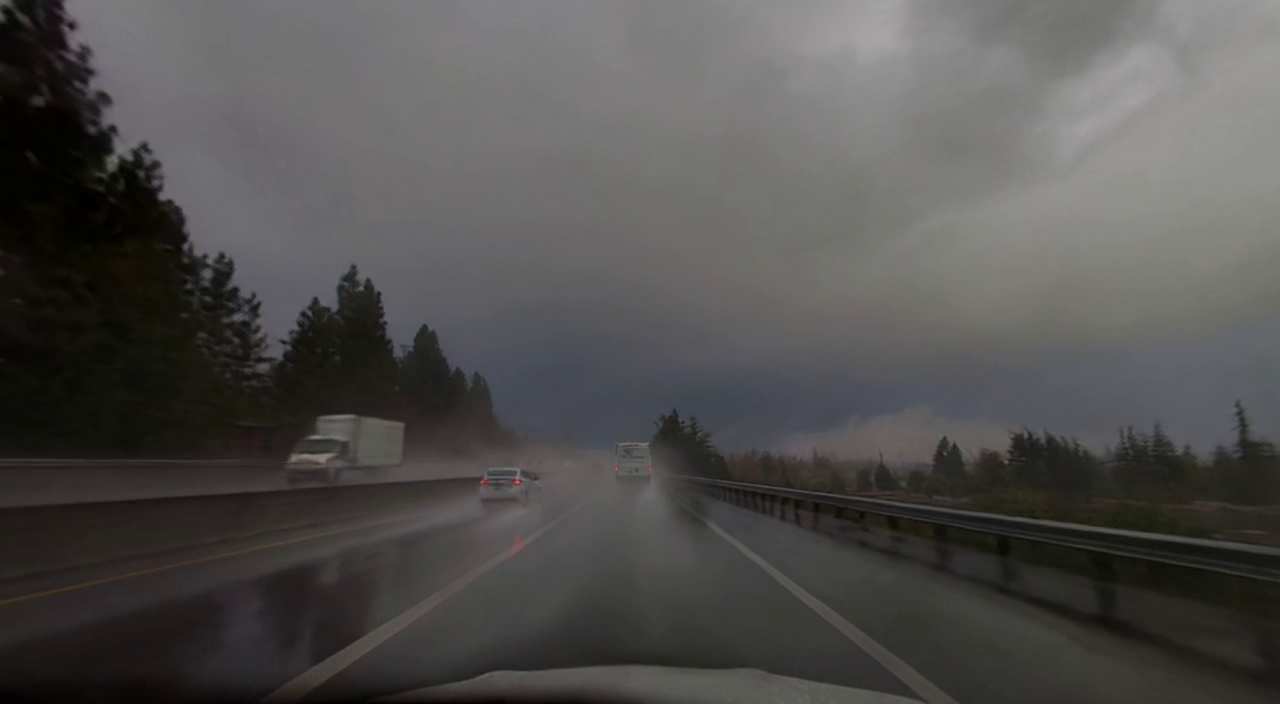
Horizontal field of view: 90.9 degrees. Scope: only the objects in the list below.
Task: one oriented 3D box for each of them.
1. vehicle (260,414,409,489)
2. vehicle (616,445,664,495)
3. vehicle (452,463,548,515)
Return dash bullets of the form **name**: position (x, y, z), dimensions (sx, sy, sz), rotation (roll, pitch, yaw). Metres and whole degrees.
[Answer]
- **vehicle**: position (-13.198, 4.530, 28.180), dimensions (2.603, 2.806, 7.980), rotation (1, -10, 0)
- **vehicle**: position (-0.038, 6.654, 35.549), dimensions (2.482, 2.549, 5.447), rotation (1, -10, -1)
- **vehicle**: position (-4.515, 4.508, 21.107), dimensions (2.128, 1.491, 4.508), rotation (1, -10, 1)
